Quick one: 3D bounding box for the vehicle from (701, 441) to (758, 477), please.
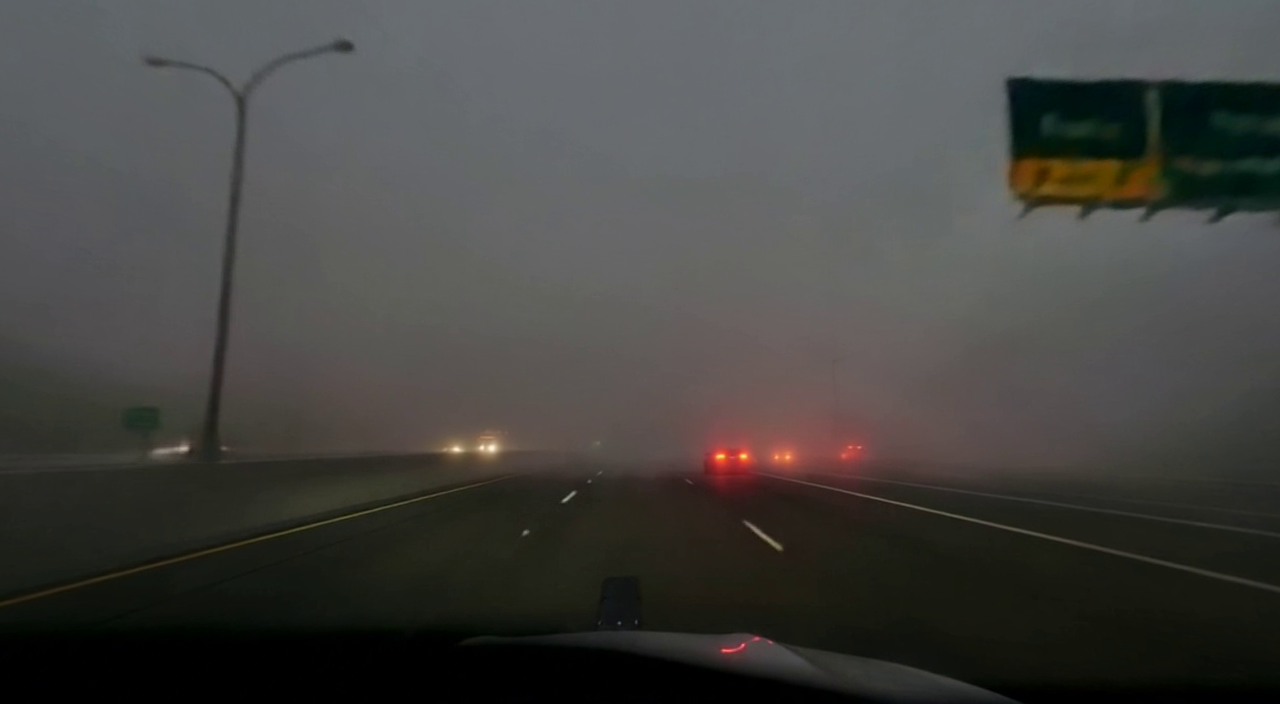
[{"bbox_3d":[4.105,5.030,29.622,1.984,1.540,3.973,0,-9,-2],"label":"vehicle"}]

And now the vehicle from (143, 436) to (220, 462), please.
[{"bbox_3d":[-33.345,7.088,45.914,2.004,1.820,4.685,-1,-9,0],"label":"vehicle"}]
